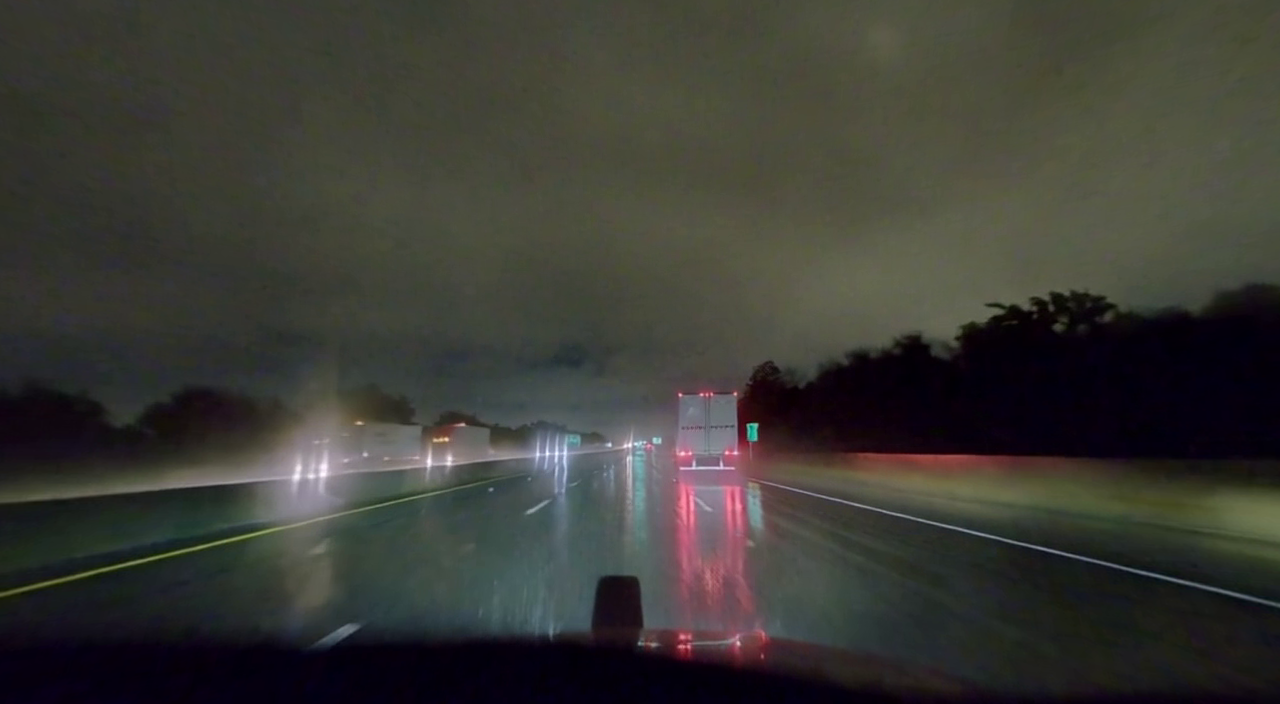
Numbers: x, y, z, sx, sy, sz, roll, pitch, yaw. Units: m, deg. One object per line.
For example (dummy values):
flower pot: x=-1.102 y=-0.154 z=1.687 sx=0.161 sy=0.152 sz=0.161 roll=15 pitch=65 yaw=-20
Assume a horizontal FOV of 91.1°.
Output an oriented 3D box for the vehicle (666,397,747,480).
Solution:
vehicle: x=3.464 y=5.182 z=37.045 sx=3.037 sy=3.999 sz=13.133 roll=0 pitch=-9 yaw=-1

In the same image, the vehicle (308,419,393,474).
vehicle: x=-21.970 y=7.300 z=48.326 sx=2.941 sy=3.857 sz=7.508 roll=-1 pitch=-9 yaw=-1
